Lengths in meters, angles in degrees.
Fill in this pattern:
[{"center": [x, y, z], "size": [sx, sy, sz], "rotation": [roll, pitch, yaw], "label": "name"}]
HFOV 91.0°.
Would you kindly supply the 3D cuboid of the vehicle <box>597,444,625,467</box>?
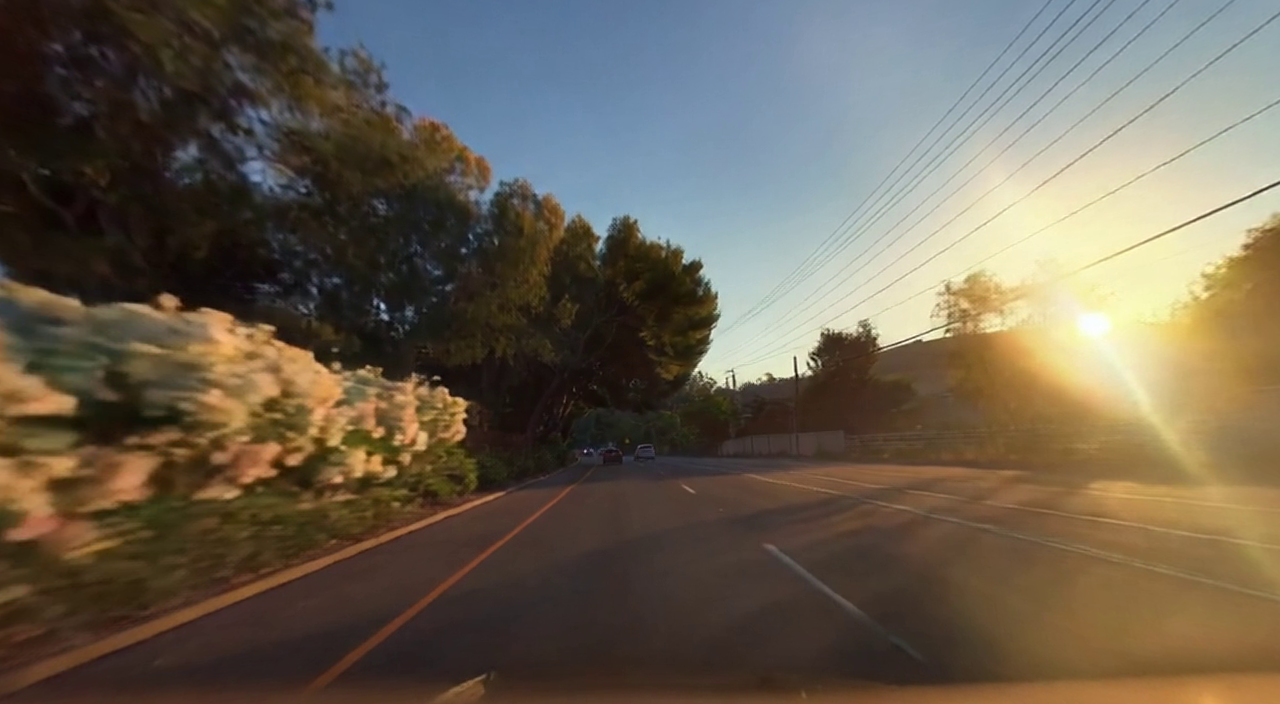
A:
[{"center": [-2.227, 7.757, 47.571], "size": [2.005, 1.633, 4.044], "rotation": [0, -8, -4], "label": "vehicle"}]
